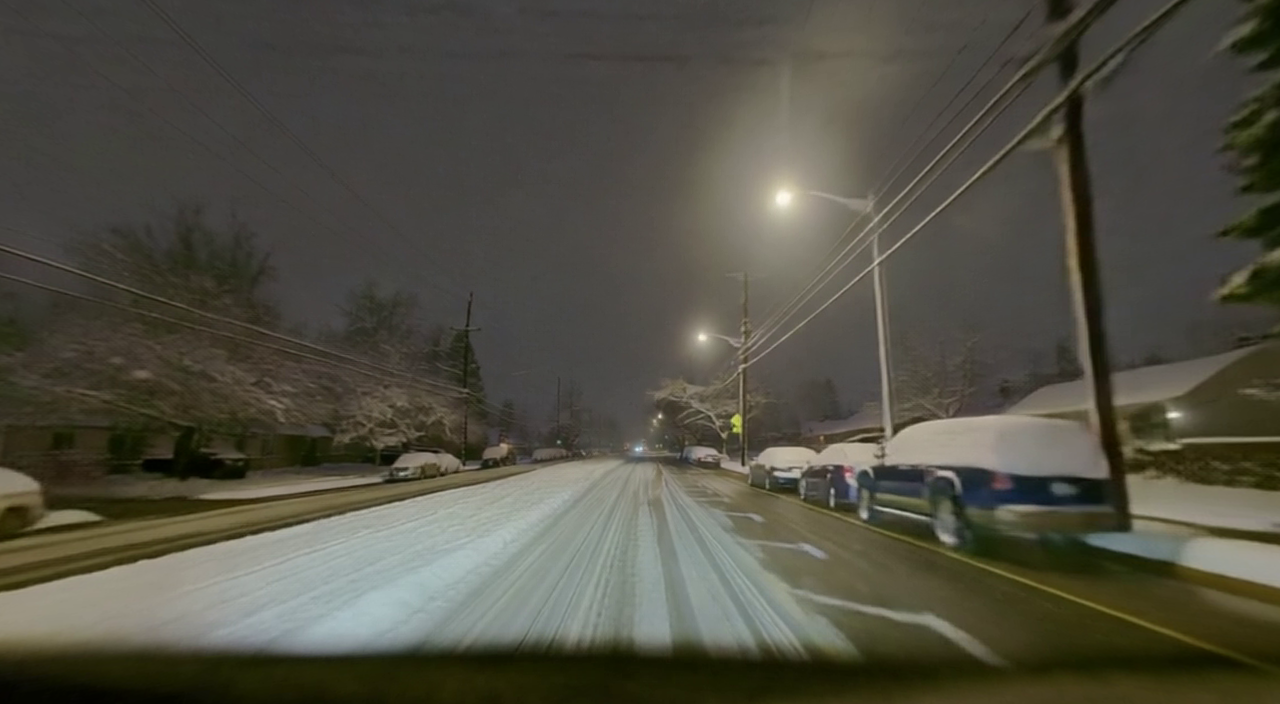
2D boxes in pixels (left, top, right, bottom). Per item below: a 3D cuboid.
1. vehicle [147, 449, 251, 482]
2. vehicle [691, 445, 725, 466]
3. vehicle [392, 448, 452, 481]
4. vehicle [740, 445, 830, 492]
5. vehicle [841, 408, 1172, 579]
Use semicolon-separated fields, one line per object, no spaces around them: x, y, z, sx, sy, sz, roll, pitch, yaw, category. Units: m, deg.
-22.229;5.720;31.823;3.745;1.598;1.927;1;-8;-3;vehicle
4.965;7.656;46.637;1.924;1.471;4.259;0;-8;-2;vehicle
-12.391;6.408;36.042;1.999;1.650;4.381;-3;-9;-1;vehicle
5.025;4.080;22.496;2.022;1.464;4.462;0;-8;-2;vehicle
4.951;1.962;9.611;2.123;1.928;4.752;0;-8;0;vehicle
